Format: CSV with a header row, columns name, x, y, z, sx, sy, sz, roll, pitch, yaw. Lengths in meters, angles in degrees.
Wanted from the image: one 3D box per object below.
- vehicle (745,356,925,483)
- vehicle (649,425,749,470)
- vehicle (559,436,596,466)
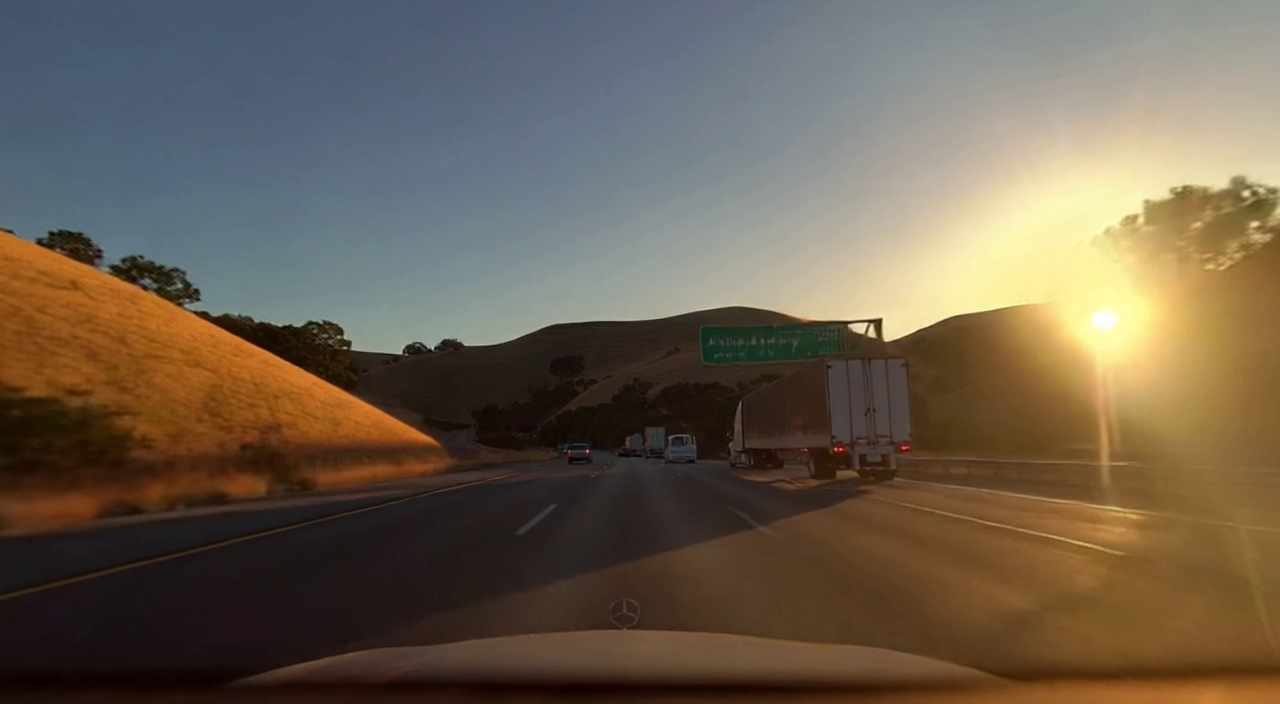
name,x,y,z,sx,sy,sz,roll,pitch,yaw
vehicle,7.762,3.414,29.027,2.935,4.187,16.357,0,-8,-1
vehicle,3.089,5.156,34.094,5.075,2.277,2.365,0,-8,-3
vehicle,-4.346,6.992,44.794,2.193,1.977,4.759,0,-8,0
